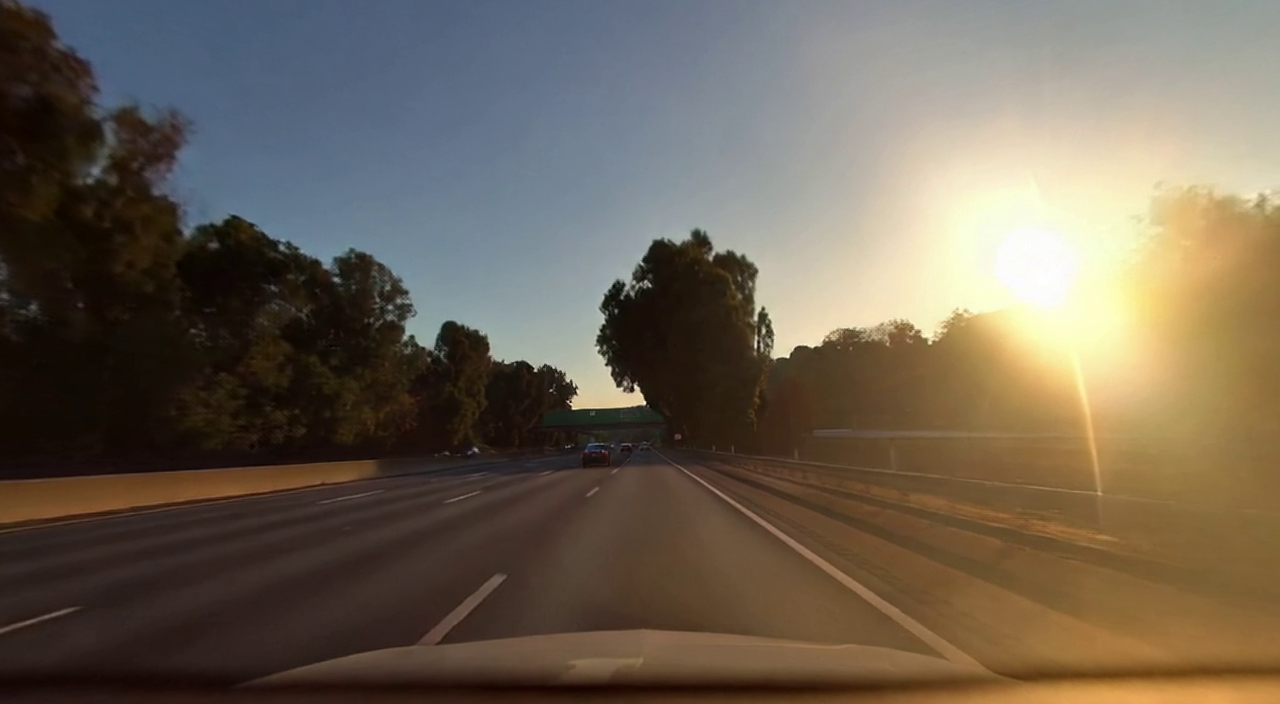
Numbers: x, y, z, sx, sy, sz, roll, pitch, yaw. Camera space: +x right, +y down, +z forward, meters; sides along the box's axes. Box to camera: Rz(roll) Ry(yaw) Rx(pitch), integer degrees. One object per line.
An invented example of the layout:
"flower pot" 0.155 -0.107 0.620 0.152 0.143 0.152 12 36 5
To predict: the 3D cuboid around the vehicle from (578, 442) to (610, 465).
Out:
"vehicle" -3.246 7.287 45.460 1.993 1.589 3.898 0 -8 1
